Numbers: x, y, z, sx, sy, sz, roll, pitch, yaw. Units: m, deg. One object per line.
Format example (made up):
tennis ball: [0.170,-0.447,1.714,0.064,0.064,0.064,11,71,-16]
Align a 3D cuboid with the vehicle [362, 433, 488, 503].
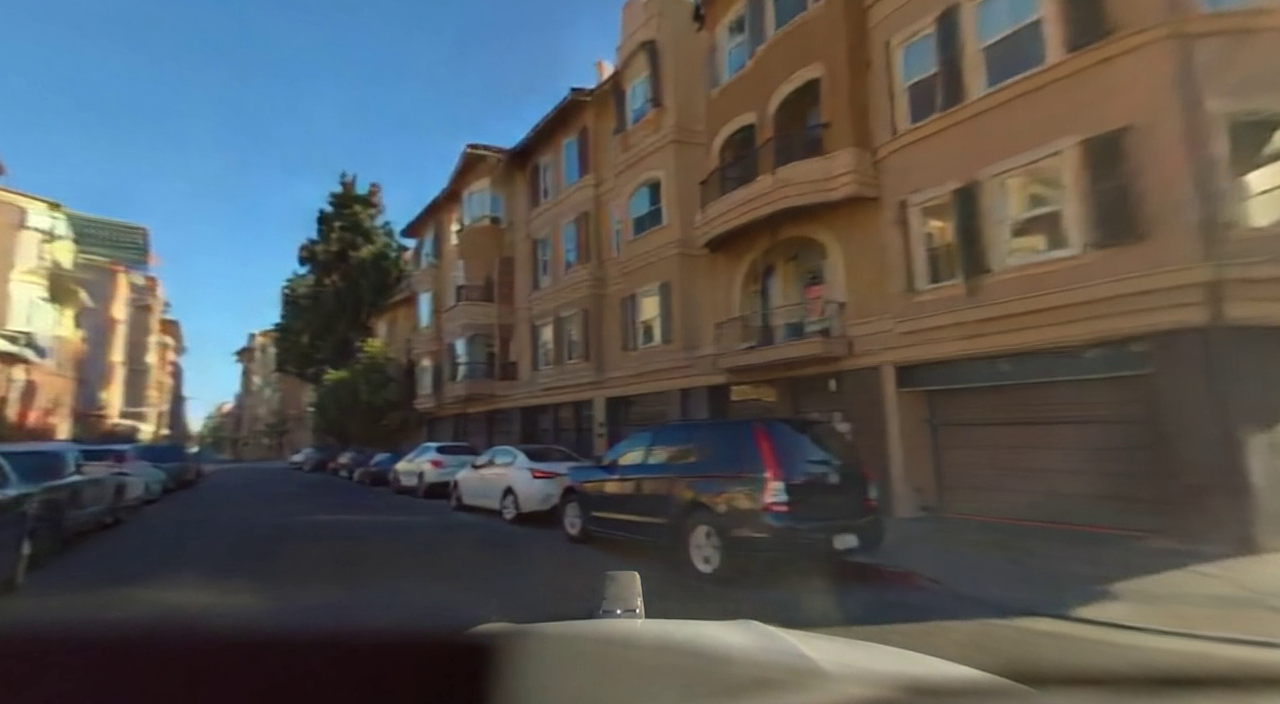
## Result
vehicle: [-5.965,3.028,17.122,1.968,1.595,4.543,5,-9,-35]

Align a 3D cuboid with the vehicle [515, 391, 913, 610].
vehicle: [0.394,1.447,7.297,2.025,1.631,4.679,5,-9,-32]
